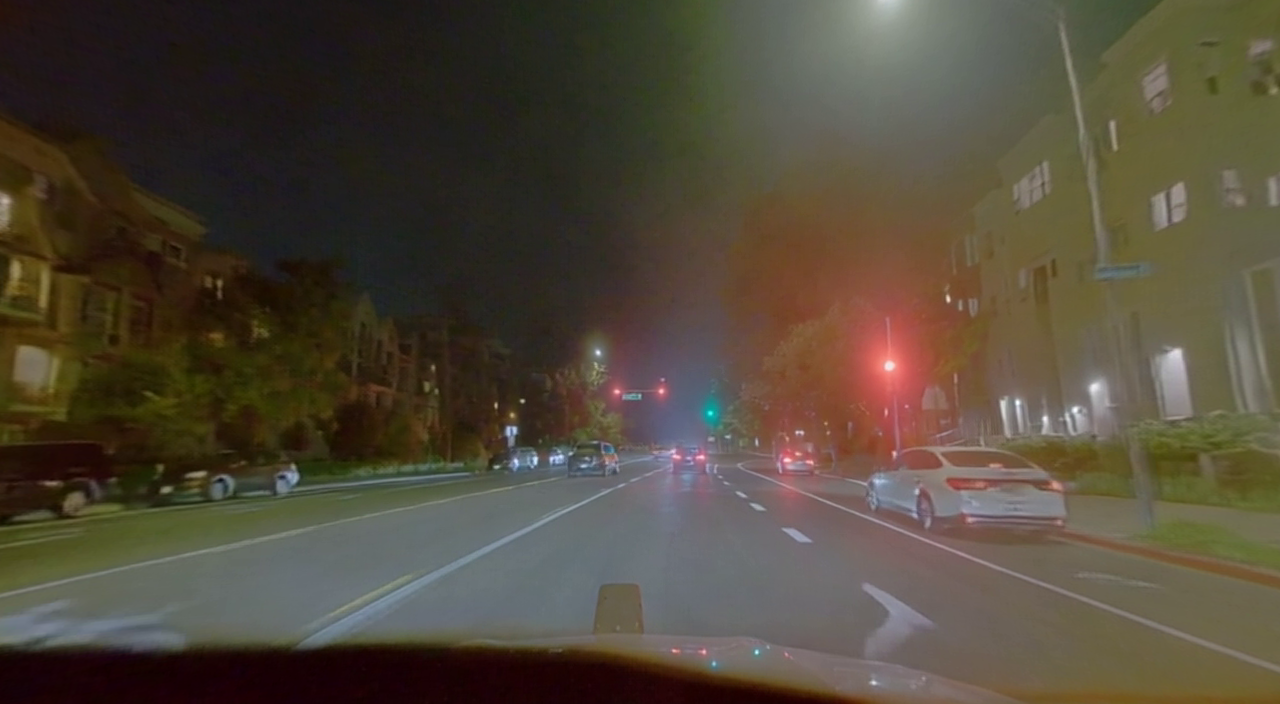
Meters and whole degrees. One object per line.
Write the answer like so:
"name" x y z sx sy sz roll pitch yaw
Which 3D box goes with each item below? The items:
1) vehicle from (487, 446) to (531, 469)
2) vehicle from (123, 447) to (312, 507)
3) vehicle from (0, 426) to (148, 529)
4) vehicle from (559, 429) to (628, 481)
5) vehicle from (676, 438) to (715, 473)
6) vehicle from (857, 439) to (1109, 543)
"vehicle" -8.965 7.253 43.533 1.876 1.492 3.790 -1 -9 5
"vehicle" -11.911 3.495 18.308 1.782 1.472 4.744 -1 -8 7
"vehicle" -12.640 2.395 12.260 2.115 1.853 4.745 -1 -8 4
"vehicle" -1.706 3.977 24.665 1.877 1.827 4.298 -1 -8 7
"vehicle" 2.895 5.290 32.543 1.852 1.680 4.488 -1 -8 6
"vehicle" 5.848 2.388 11.731 2.104 1.489 4.962 0 -8 3
